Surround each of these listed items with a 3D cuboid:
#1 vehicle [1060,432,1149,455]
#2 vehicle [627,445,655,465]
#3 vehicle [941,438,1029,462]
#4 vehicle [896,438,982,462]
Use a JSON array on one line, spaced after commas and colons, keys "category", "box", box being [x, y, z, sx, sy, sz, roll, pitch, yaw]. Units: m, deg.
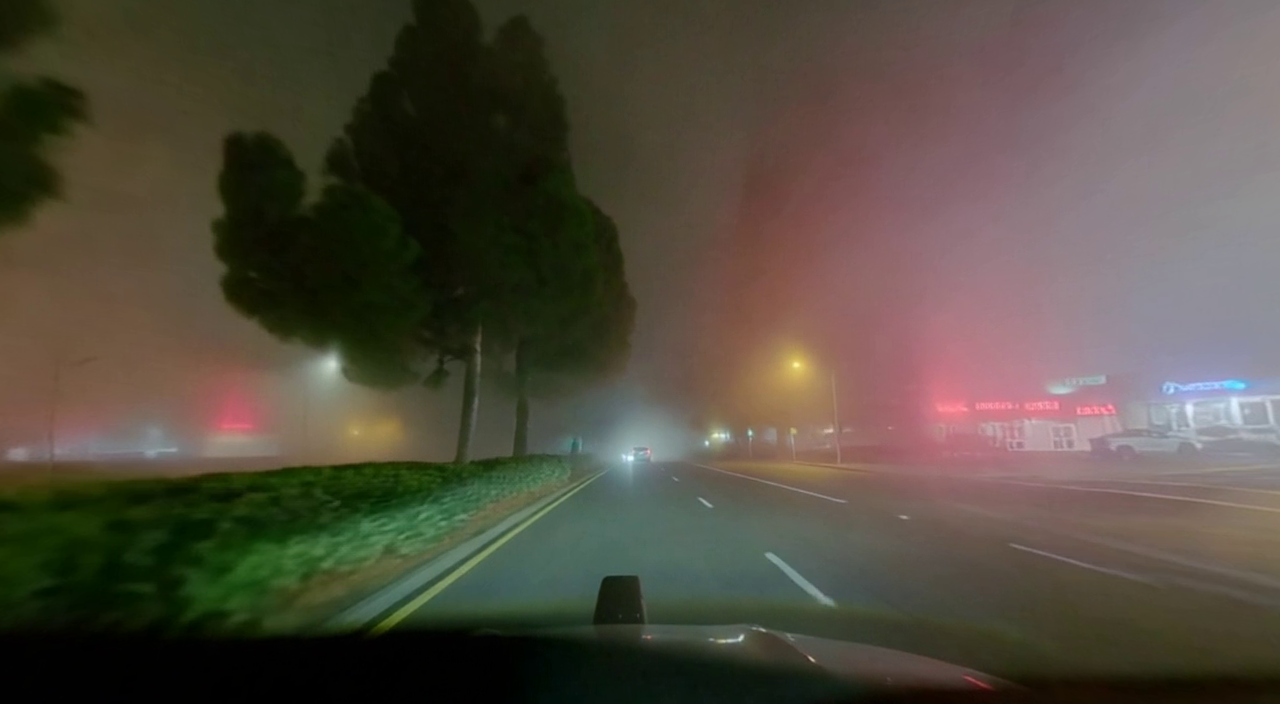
[{"category": "vehicle", "box": [31.459, 6.231, 42.907, 1.927, 1.464, 4.368, 3, -9, -23]}, {"category": "vehicle", "box": [0.057, 8.089, 49.671, 2.159, 1.461, 4.142, 0, -9, -1]}, {"category": "vehicle", "box": [22.977, 6.517, 42.265, 2.072, 1.469, 4.661, 6, -10, -35]}, {"category": "vehicle", "box": [19.960, 6.569, 42.361, 2.048, 1.462, 4.802, 5, -10, -32]}]
